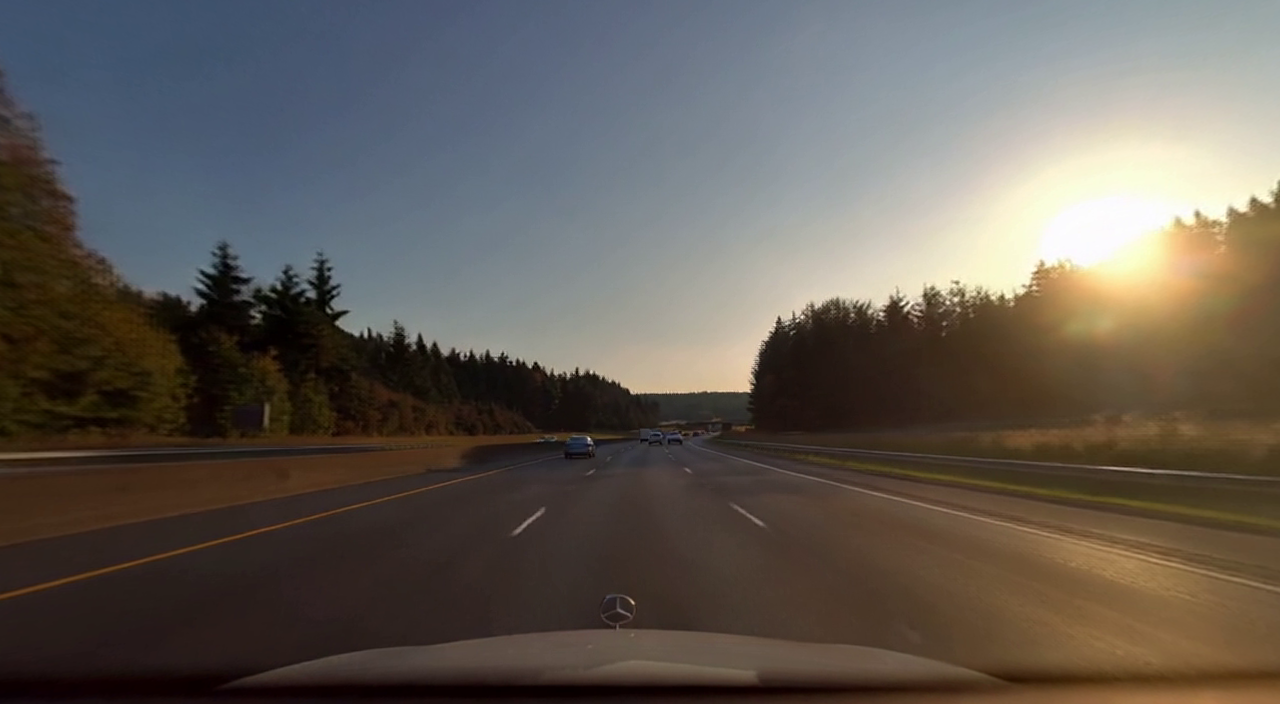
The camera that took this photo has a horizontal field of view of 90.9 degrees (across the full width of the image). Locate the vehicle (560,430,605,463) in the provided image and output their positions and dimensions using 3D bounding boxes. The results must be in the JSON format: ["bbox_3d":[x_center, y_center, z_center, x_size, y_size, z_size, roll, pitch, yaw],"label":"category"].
[{"bbox_3d":[-3.088,5.163,34.660,2.084,1.654,4.080,0,-8,0],"label":"vehicle"}]
